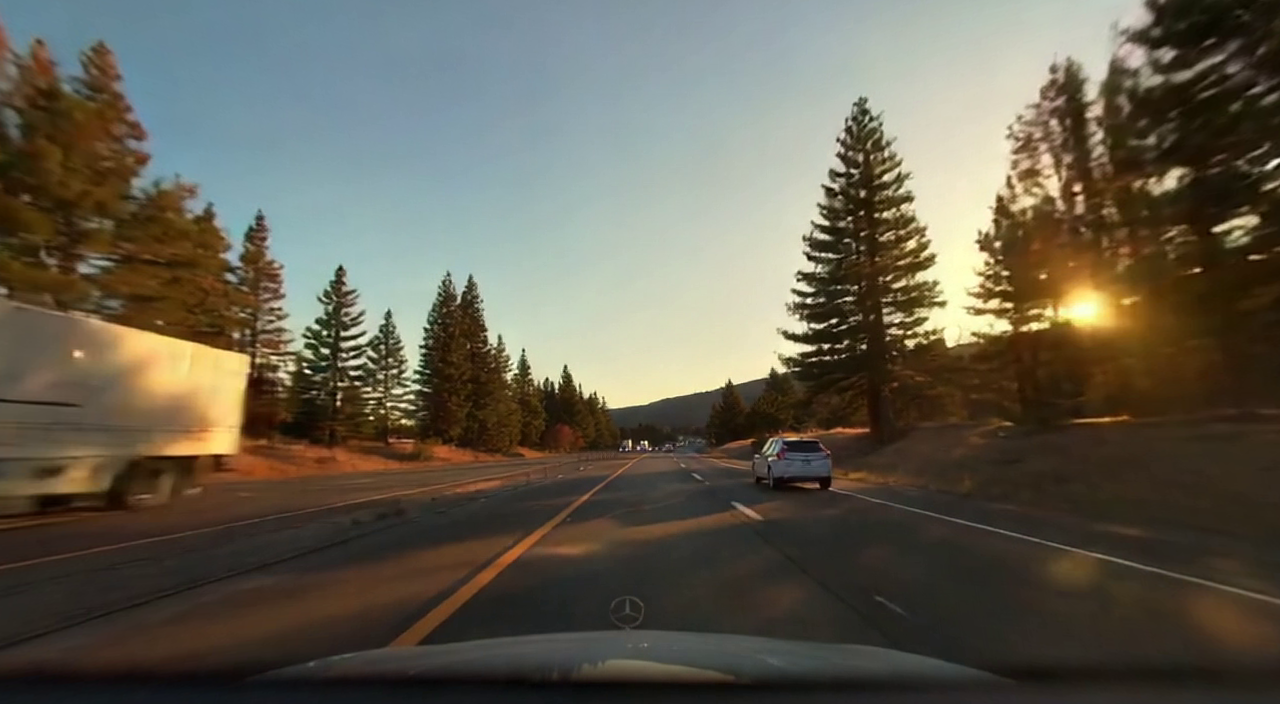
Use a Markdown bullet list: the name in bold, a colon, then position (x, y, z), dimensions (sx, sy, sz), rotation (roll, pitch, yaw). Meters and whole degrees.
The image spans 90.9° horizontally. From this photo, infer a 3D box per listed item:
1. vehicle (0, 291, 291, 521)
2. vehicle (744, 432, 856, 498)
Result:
- **vehicle**: position (-13.234, 1.186, 12.909), dimensions (2.910, 4.204, 16.031), rotation (0, -8, 1)
- **vehicle**: position (4.583, 3.315, 18.967), dimensions (2.098, 1.703, 4.862), rotation (0, -8, 0)
